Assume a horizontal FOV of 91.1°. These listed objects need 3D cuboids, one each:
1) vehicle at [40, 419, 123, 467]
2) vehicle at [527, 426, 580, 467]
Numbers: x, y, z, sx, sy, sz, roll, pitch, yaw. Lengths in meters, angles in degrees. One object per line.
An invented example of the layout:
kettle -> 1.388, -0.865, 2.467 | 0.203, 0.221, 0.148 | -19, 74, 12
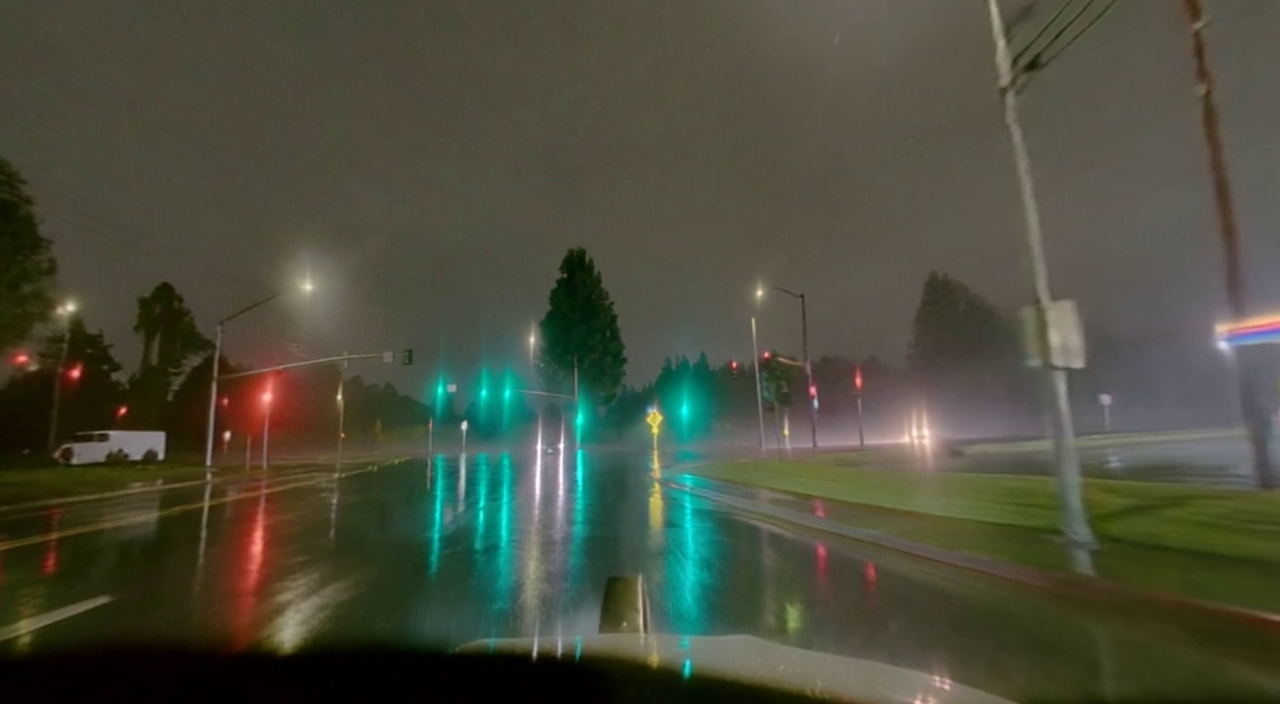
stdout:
vehicle -> -31.668, 5.162, 35.654 | 2.427, 2.514, 2.560 | -5, -9, 22
vehicle -> -4.408, 4.680, 31.355 | 2.300, 1.868, 4.690 | 1, -8, -12
